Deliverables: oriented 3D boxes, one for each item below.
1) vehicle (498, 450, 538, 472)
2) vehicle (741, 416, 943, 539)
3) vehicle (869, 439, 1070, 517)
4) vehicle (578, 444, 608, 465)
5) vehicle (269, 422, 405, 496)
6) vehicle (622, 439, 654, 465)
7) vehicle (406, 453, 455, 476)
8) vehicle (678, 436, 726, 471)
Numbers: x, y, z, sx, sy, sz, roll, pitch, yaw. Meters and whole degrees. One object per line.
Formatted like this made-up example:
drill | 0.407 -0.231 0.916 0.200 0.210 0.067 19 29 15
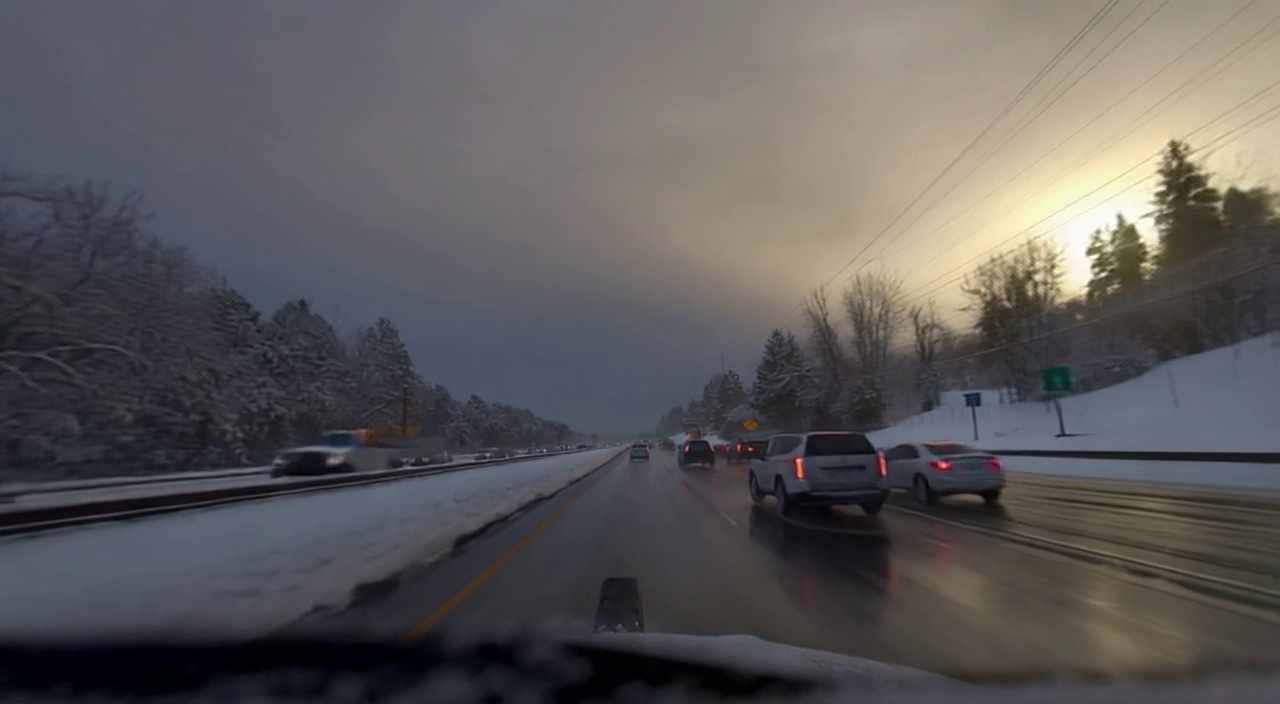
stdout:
vehicle | -8.632 7.715 44.853 1.951 1.443 4.201 0 -8 2
vehicle | 3.280 2.142 11.381 2.111 1.755 4.459 0 -8 -1
vehicle | 6.951 2.679 13.973 1.992 1.431 4.506 0 -8 0
vehicle | -3.687 8.069 49.776 2.051 1.510 4.373 0 -8 0
vehicle | -11.630 4.154 24.846 2.385 2.547 5.968 0 -8 0
vehicle | -0.156 7.504 47.264 2.314 1.796 4.254 0 -8 -1
vehicle | -14.912 7.993 45.092 1.887 1.489 4.698 0 -9 0
vehicle | 3.514 5.834 36.421 2.095 1.886 4.727 0 -8 -2
